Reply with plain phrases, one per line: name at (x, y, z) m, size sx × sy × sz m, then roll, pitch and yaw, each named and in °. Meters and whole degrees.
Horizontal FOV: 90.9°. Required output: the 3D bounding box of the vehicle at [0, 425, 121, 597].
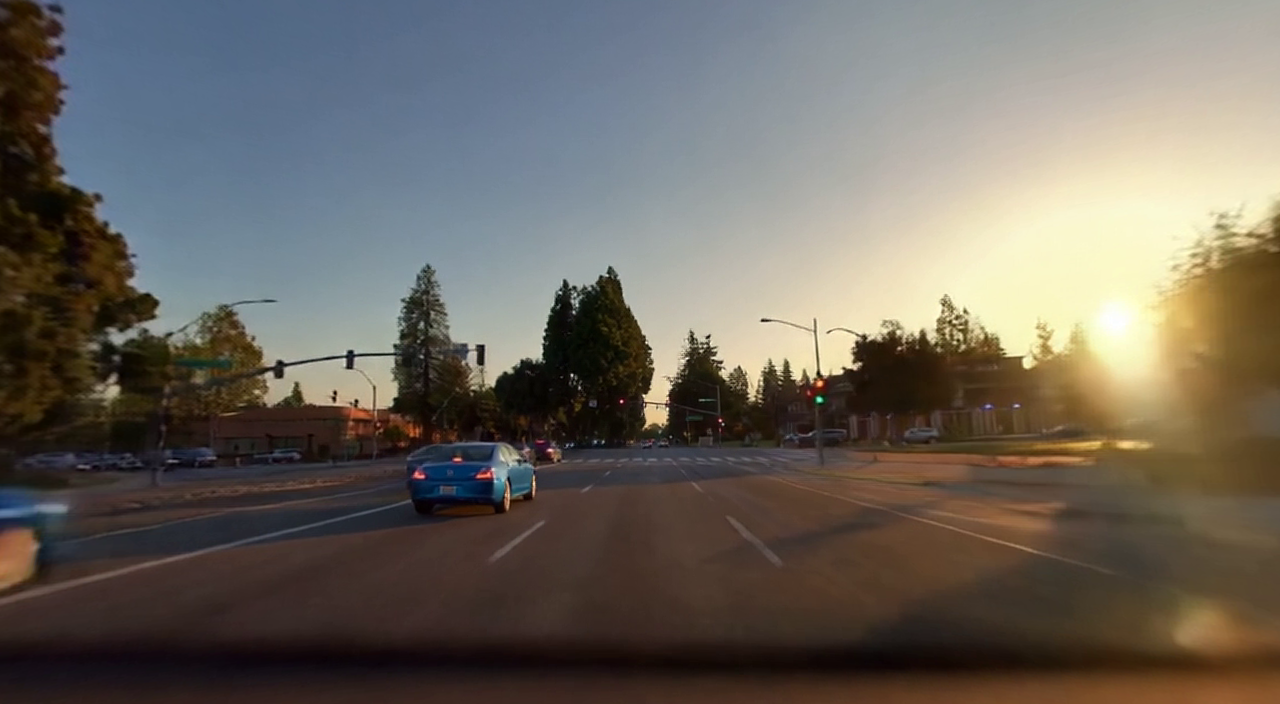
vehicle at (-6.657, 1.228, 4.395) m, size 2.027 × 1.501 × 4.707 m, roll 0°, pitch -9°, yaw 1°

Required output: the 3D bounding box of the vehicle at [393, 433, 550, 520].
vehicle at (-3.204, 2.462, 13.039) m, size 1.924 × 1.480 × 4.421 m, roll 0°, pitch -9°, yaw 1°

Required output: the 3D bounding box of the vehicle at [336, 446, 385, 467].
vehicle at (-21.428, 8.038, 48.541) m, size 1.755 × 1.538 × 4.329 m, roll 0°, pitch -9°, yaw 1°
